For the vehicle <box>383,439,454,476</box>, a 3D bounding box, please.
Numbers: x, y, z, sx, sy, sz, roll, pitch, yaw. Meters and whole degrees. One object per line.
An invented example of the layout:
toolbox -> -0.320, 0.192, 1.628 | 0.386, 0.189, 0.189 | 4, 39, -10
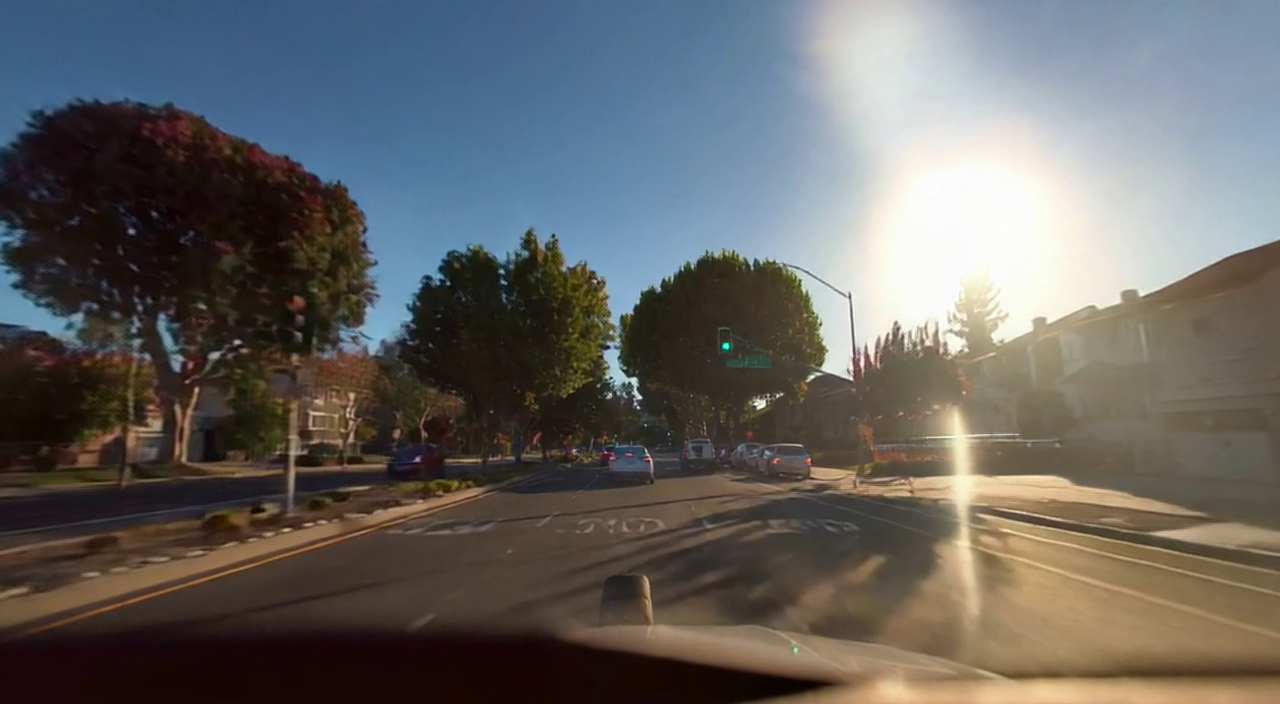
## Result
vehicle -> -11.825, 5.652, 34.036 | 2.097, 1.826, 4.812 | 0, -8, -1

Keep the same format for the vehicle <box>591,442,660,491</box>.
vehicle -> -0.487, 3.850, 21.563 | 2.140, 1.474, 4.026 | 0, -8, -1

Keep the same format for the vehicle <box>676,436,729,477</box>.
vehicle -> 2.968, 5.078, 30.916 | 2.073, 1.822, 4.276 | 0, -8, -1

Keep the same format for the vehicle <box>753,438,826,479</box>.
vehicle -> 7.256, 5.289, 31.272 | 2.184, 1.786, 5.497 | 2, -10, -1
